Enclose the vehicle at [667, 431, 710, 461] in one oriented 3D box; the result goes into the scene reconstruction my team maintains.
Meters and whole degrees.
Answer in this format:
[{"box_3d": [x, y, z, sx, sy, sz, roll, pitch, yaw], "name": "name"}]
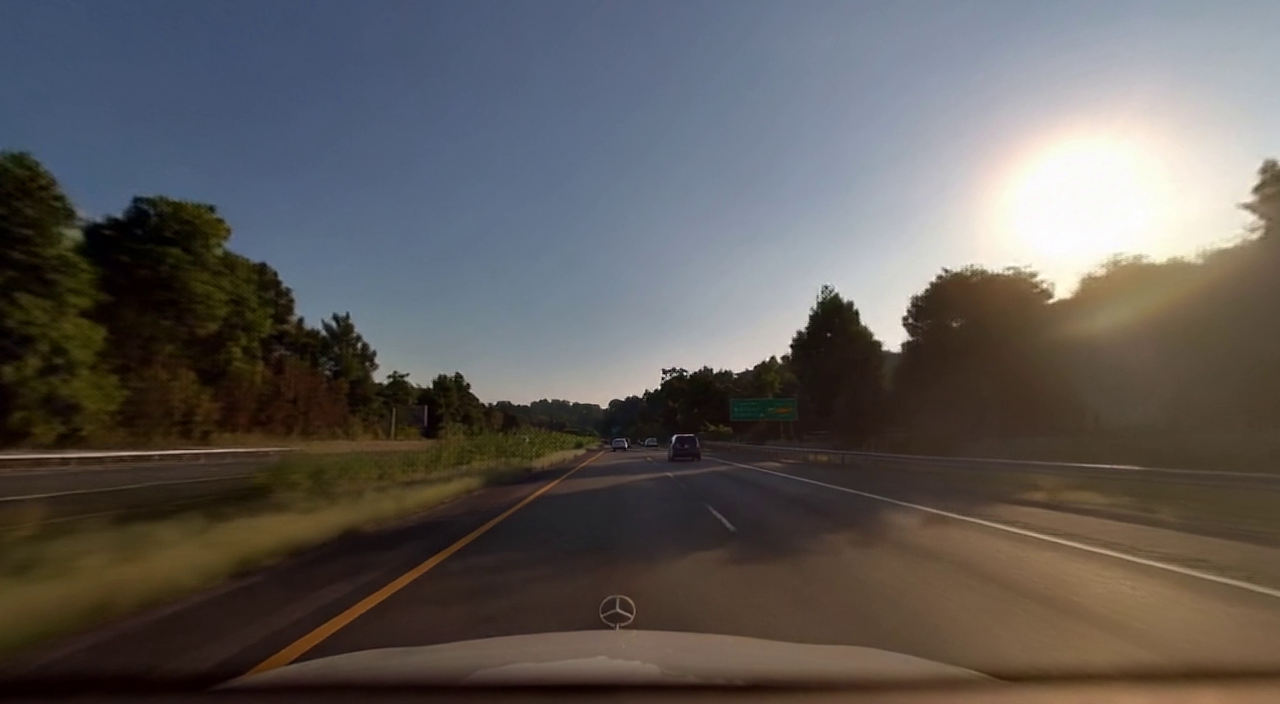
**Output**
[{"box_3d": [2.872, 5.642, 38.206, 2.085, 1.681, 4.436, 0, -7, -2], "name": "vehicle"}]
